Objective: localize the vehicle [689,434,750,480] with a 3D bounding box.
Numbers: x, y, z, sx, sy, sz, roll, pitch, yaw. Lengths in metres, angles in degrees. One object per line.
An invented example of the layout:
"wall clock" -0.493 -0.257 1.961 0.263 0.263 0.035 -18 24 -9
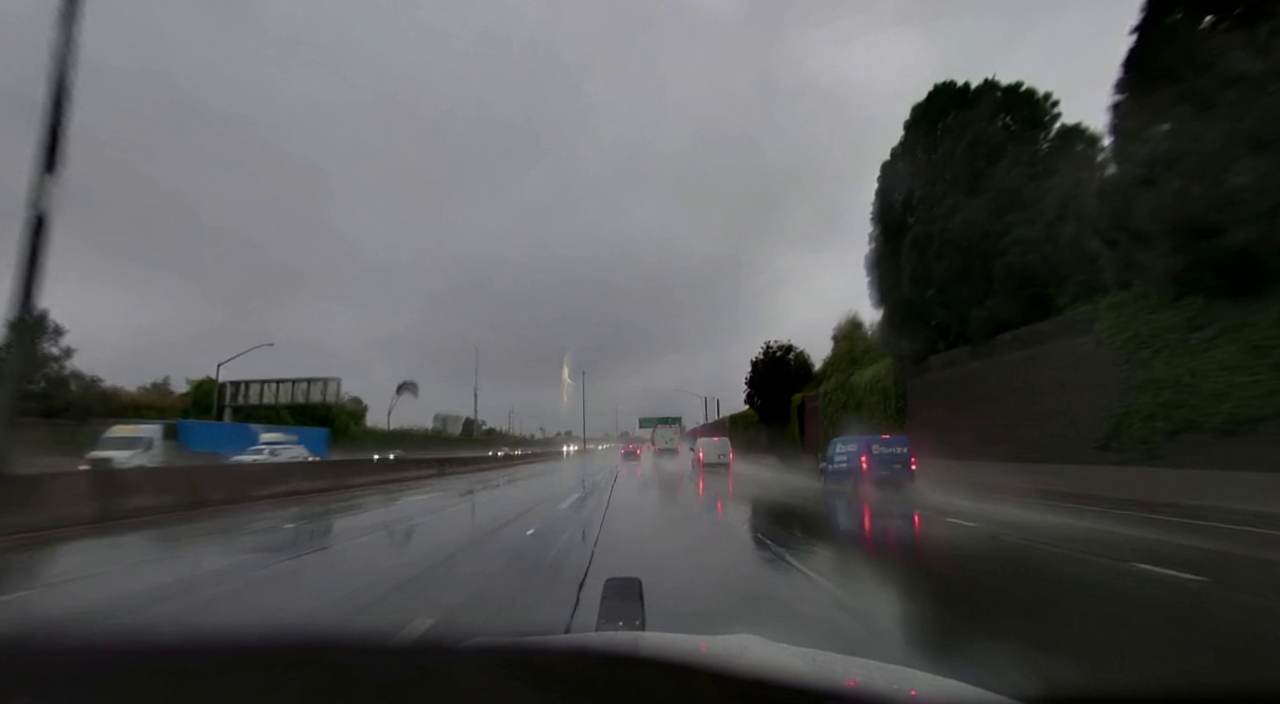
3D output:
"vehicle" 3.573 4.813 29.221 2.035 1.931 4.841 0 -9 -2

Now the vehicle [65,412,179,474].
"vehicle" -29.014 5.109 35.595 3.011 3.266 3.745 0 -9 0

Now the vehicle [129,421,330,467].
"vehicle" -29.123 6.908 47.172 2.682 2.685 19.077 0 -8 0

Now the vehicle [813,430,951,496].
"vehicle" 7.367 3.423 19.928 2.266 1.799 4.947 0 -9 -2
